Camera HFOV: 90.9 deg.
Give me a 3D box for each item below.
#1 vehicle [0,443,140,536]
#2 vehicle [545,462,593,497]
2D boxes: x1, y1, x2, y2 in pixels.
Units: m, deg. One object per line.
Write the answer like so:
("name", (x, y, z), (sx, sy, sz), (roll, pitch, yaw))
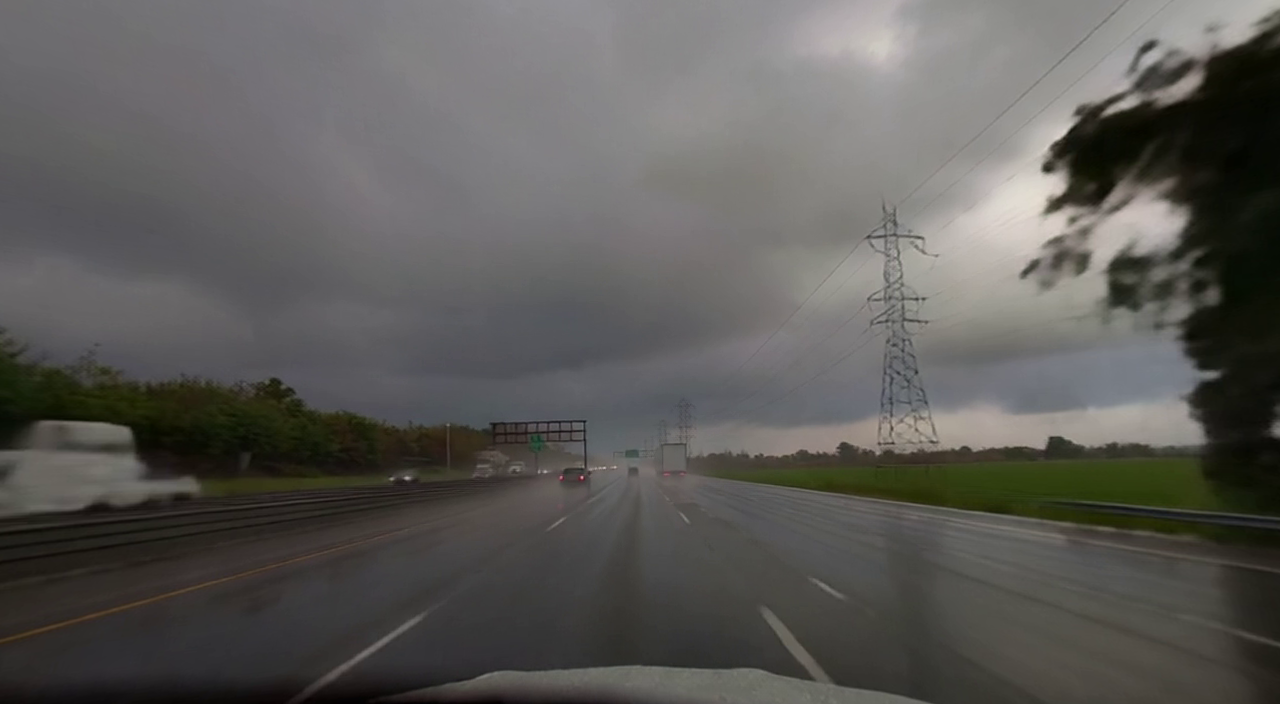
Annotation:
("vehicle", (-12.052, 2.471, 11.440), (2.013, 1.575, 4.759), (1, -11, -1))
("vehicle", (-3.474, 6.346, 31.556), (1.942, 1.597, 3.943), (1, -10, 0))
